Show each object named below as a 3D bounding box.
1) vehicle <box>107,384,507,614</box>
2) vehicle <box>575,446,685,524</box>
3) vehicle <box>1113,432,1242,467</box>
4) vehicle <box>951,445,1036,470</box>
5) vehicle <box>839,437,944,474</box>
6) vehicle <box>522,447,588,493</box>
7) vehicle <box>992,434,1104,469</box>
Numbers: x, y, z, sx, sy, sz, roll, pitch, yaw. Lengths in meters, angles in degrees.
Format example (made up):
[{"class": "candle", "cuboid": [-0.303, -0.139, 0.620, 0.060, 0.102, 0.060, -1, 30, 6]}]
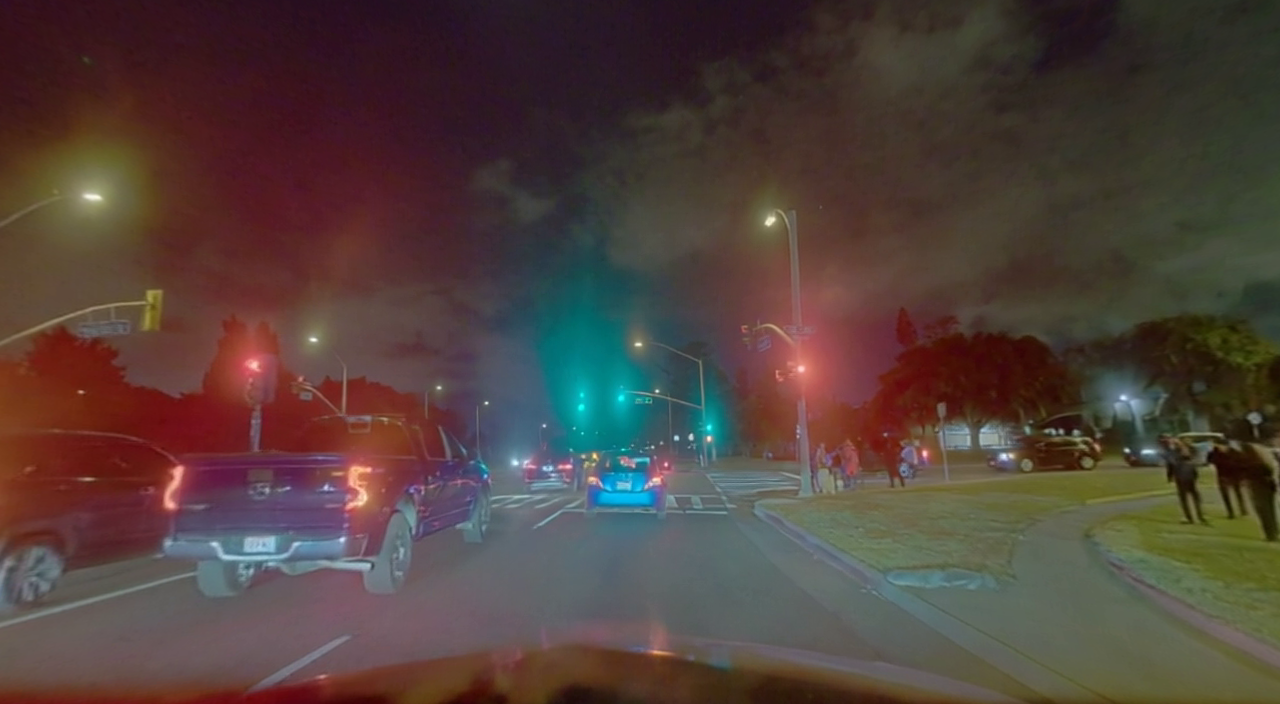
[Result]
[{"class": "vehicle", "cuboid": [-3.420, 1.633, 8.005, 2.202, 1.961, 4.980, 0, -9, 2]}, {"class": "vehicle", "cuboid": [-0.164, 2.940, 14.597, 2.144, 1.497, 4.446, 0, -9, 1]}, {"class": "vehicle", "cuboid": [29.165, 5.301, 34.350, 4.967, 1.794, 2.044, -1, -9, 3]}, {"class": "vehicle", "cuboid": [21.364, 6.389, 38.202, 3.983, 1.443, 1.831, 0, -9, 1]}, {"class": "vehicle", "cuboid": [12.436, 5.126, 31.346, 4.394, 1.724, 1.886, 0, -9, 1]}, {"class": "vehicle", "cuboid": [-3.314, 4.726, 25.680, 2.003, 1.655, 4.878, 0, -9, 0]}, {"class": "vehicle", "cuboid": [22.159, 5.426, 34.376, 4.529, 1.786, 2.110, -1, -9, 2]}]
